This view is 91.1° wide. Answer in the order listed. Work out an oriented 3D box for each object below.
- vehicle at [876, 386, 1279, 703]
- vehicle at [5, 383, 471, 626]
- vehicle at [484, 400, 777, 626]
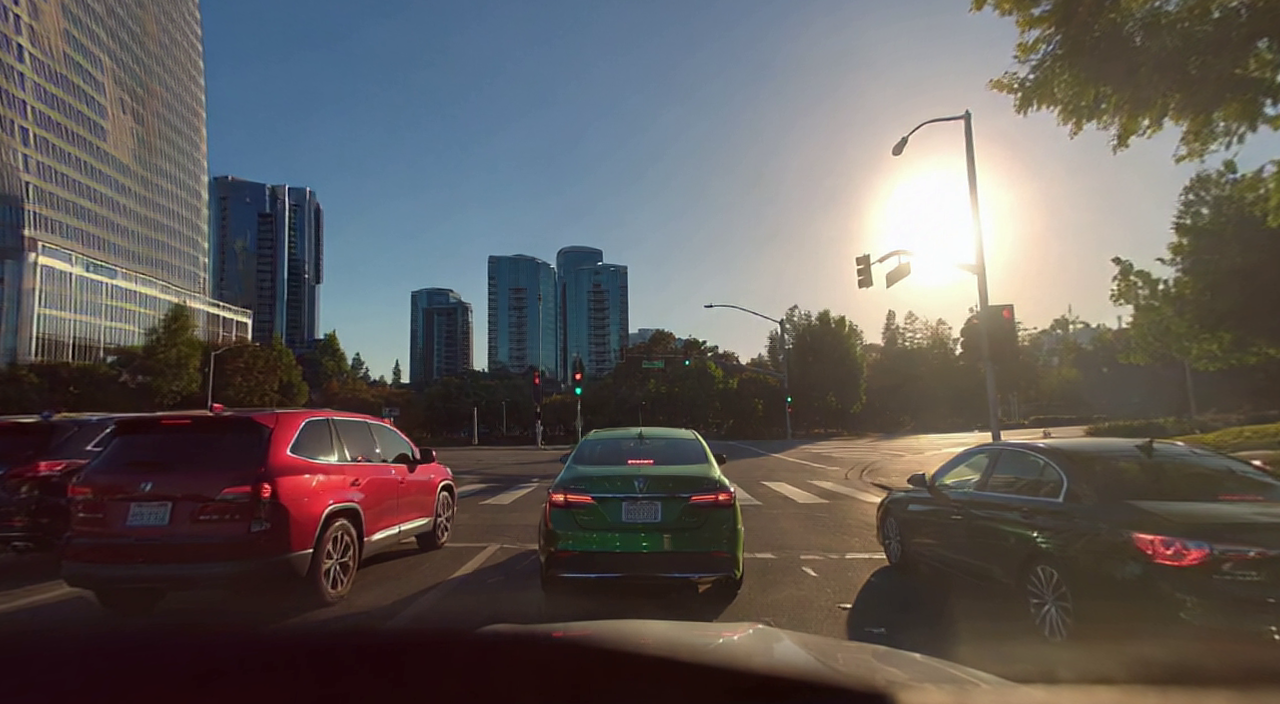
[{"bbox_3d":[3.580,1.199,4.602,2.010,1.486,4.498,0,-8,1],"label":"vehicle"},{"bbox_3d":[-3.557,1.425,6.842,2.014,1.755,4.360,0,-8,3],"label":"vehicle"},{"bbox_3d":[-0.049,1.399,6.301,2.047,1.579,3.642,0,-8,1],"label":"vehicle"}]
